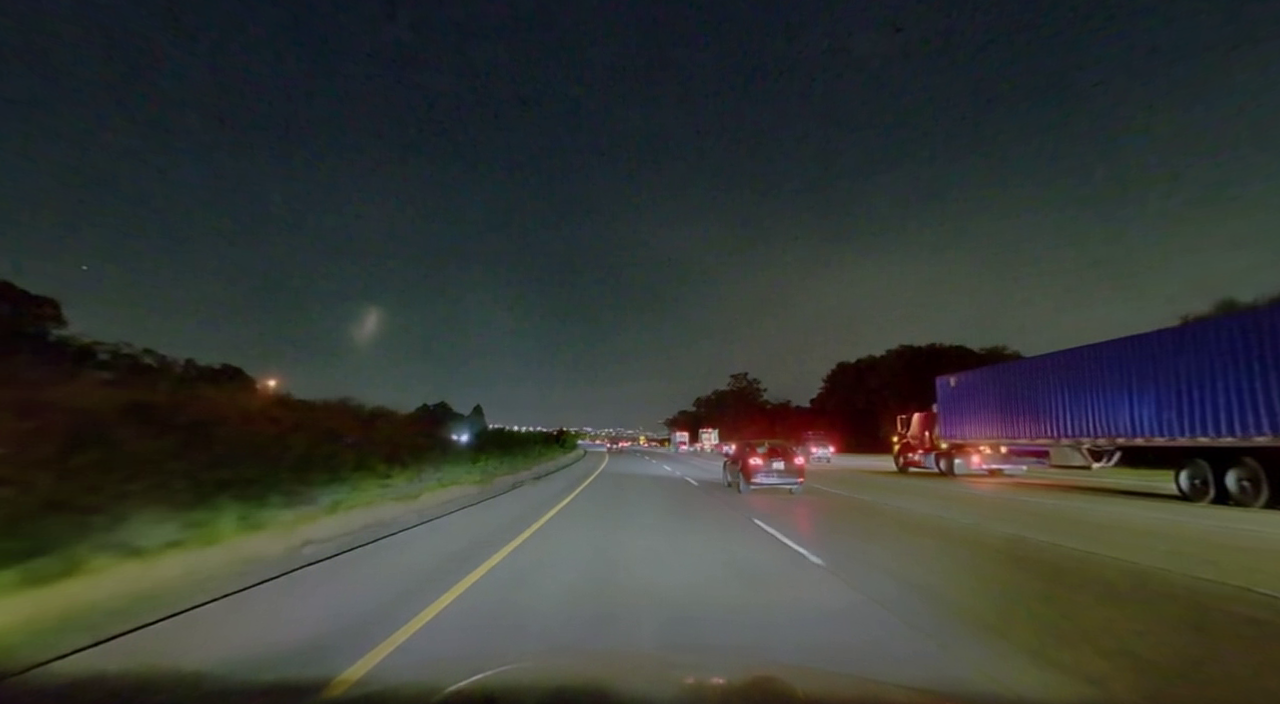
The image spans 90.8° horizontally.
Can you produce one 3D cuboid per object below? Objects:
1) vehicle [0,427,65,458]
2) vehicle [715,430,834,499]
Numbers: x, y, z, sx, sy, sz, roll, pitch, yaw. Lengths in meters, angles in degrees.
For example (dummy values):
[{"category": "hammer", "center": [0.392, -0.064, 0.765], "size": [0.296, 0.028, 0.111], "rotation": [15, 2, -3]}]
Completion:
[{"category": "vehicle", "center": [-41.615, 5.948, 41.354], "size": [2.396, 1.899, 6.013], "rotation": [0, -8, -2]}, {"category": "vehicle", "center": [3.692, 3.183, 18.340], "size": [2.305, 1.729, 4.526], "rotation": [0, -8, -2]}]
